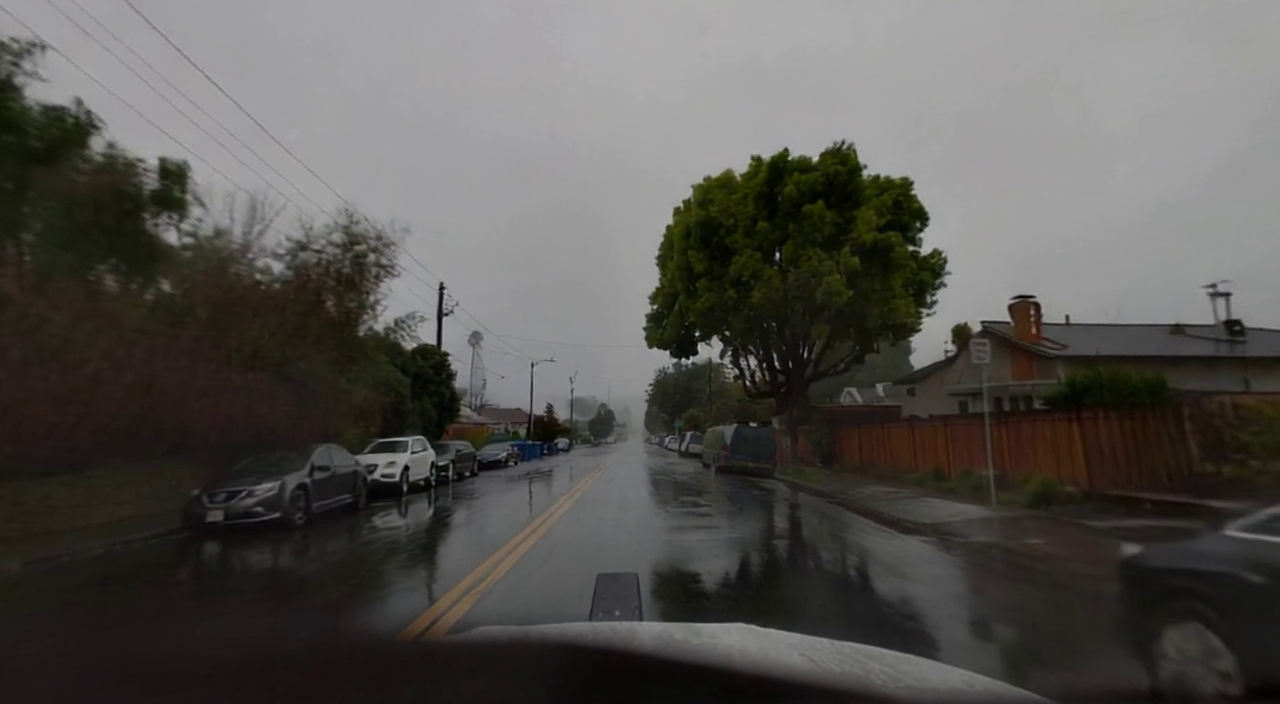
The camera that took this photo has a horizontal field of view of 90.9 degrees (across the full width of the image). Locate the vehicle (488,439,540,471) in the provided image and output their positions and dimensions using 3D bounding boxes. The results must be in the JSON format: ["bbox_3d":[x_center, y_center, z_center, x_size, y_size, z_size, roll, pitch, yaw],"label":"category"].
[{"bbox_3d":[-6.355,5.227,32.265,1.921,1.470,4.068,0,-8,-2],"label":"vehicle"}]

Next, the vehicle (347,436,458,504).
[{"bbox_3d":[-6.236,3.077,16.929,1.758,1.519,3.396,-3,-7,-2],"label":"vehicle"}]

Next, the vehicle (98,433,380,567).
[{"bbox_3d":[-6.294,2.262,10.730,1.901,1.472,4.676,-2,-5,-2],"label":"vehicle"}]

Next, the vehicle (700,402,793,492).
[{"bbox_3d":[3.269,3.010,20.377,2.215,2.542,4.550,-1,-7,1],"label":"vehicle"}]

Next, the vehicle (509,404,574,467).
[{"bbox_3d":[-6.198,5.428,41.047,2.896,3.648,8.004,0,-8,0],"label":"vehicle"}]

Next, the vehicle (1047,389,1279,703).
[{"bbox_3d":[3.159,0.724,1.046,1.916,1.484,4.638,0,-8,1],"label":"vehicle"}]

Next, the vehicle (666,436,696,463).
[{"bbox_3d":[3.026,7.297,47.459,1.965,1.855,4.677,0,-8,0],"label":"vehicle"}]
